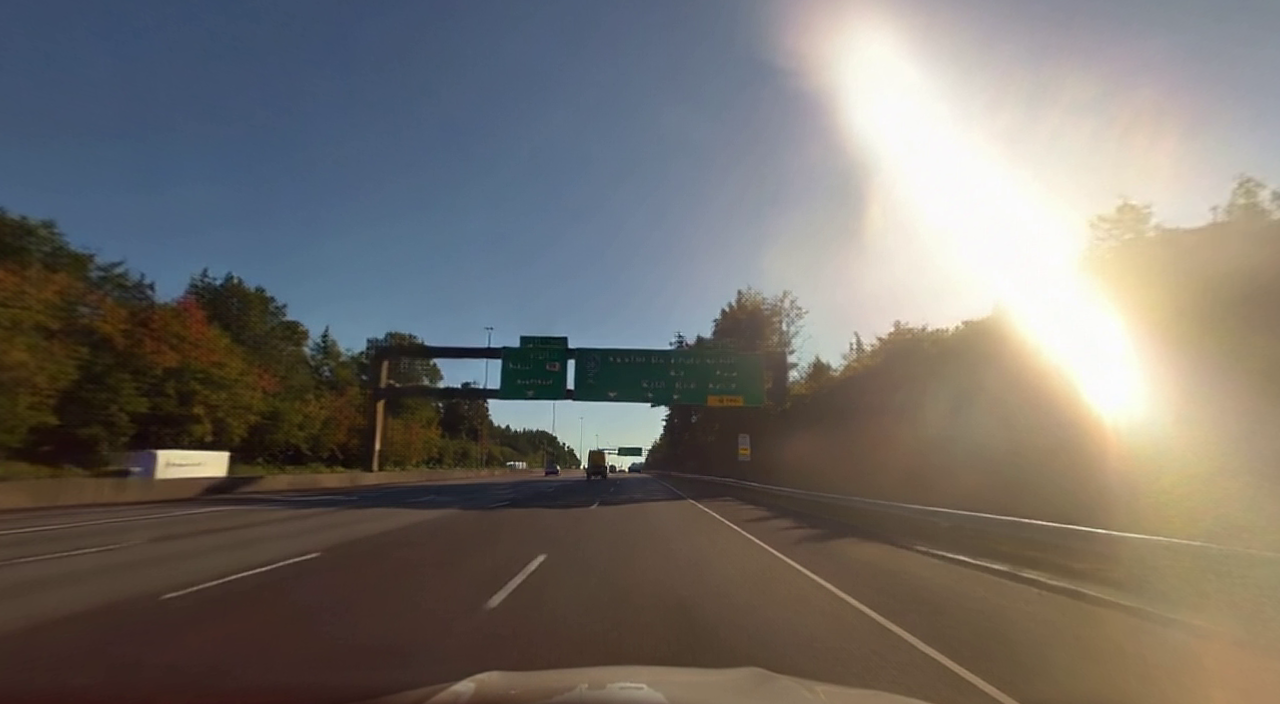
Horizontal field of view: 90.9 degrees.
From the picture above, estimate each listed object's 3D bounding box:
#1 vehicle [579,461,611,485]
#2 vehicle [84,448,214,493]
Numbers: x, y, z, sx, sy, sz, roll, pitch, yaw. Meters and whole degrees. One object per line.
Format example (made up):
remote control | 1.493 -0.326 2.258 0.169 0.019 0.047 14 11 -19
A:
vehicle | -3.243 8.910 46.302 2.092 1.642 3.895 1 -10 -1
vehicle | -33.149 8.050 42.996 2.779 2.751 7.408 1 -10 0
